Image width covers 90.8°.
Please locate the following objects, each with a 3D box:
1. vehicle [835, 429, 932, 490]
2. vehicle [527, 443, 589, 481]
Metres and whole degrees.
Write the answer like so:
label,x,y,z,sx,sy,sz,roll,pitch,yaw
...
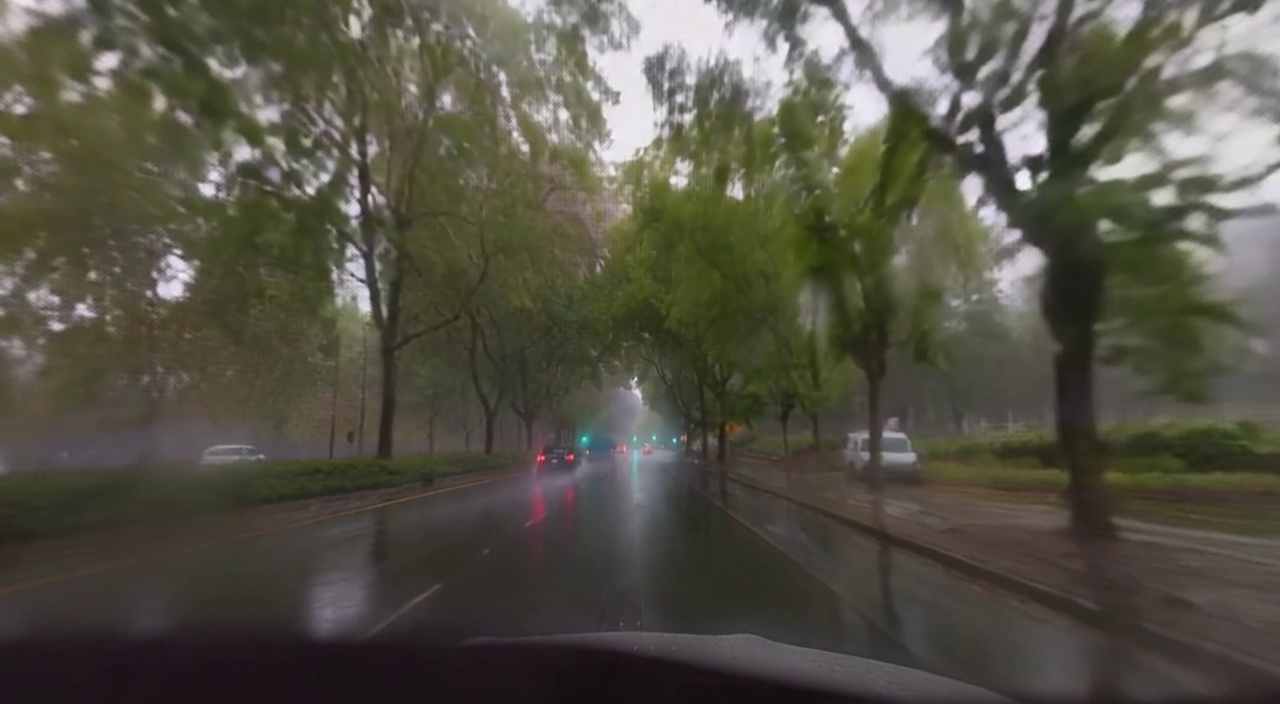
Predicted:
label,x,y,z,sx,sy,sz,roll,pitch,yaw
vehicle,7.100,3.155,18.707,1.596,1.654,2.920,0,-9,-1
vehicle,-3.345,4.574,26.559,2.009,1.473,4.028,0,-9,0
